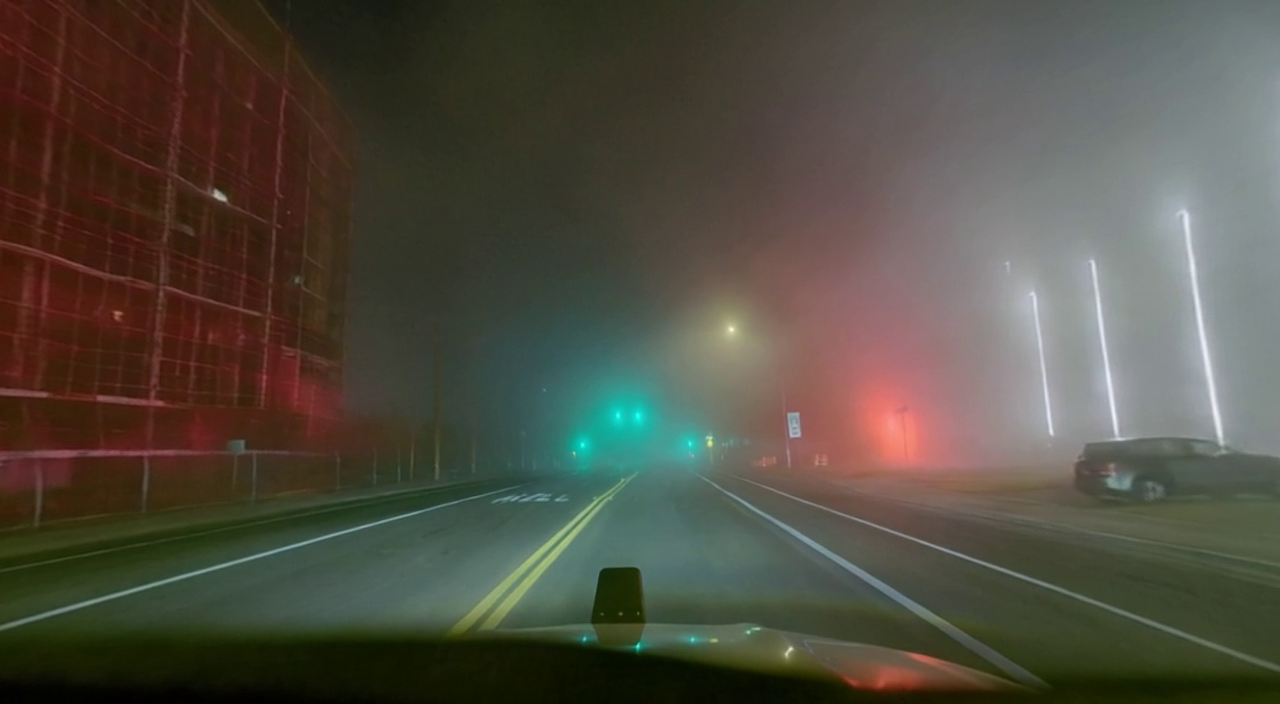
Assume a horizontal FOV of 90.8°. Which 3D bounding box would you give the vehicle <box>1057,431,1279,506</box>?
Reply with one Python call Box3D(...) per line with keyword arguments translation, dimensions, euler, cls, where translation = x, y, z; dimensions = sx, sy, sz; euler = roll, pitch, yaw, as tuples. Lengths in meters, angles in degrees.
Box3D(translation=(11.558, 2.394, 13.189), dimensions=(4.251, 1.418, 1.896), euler=(-1, -9, 4), cls="vehicle")
